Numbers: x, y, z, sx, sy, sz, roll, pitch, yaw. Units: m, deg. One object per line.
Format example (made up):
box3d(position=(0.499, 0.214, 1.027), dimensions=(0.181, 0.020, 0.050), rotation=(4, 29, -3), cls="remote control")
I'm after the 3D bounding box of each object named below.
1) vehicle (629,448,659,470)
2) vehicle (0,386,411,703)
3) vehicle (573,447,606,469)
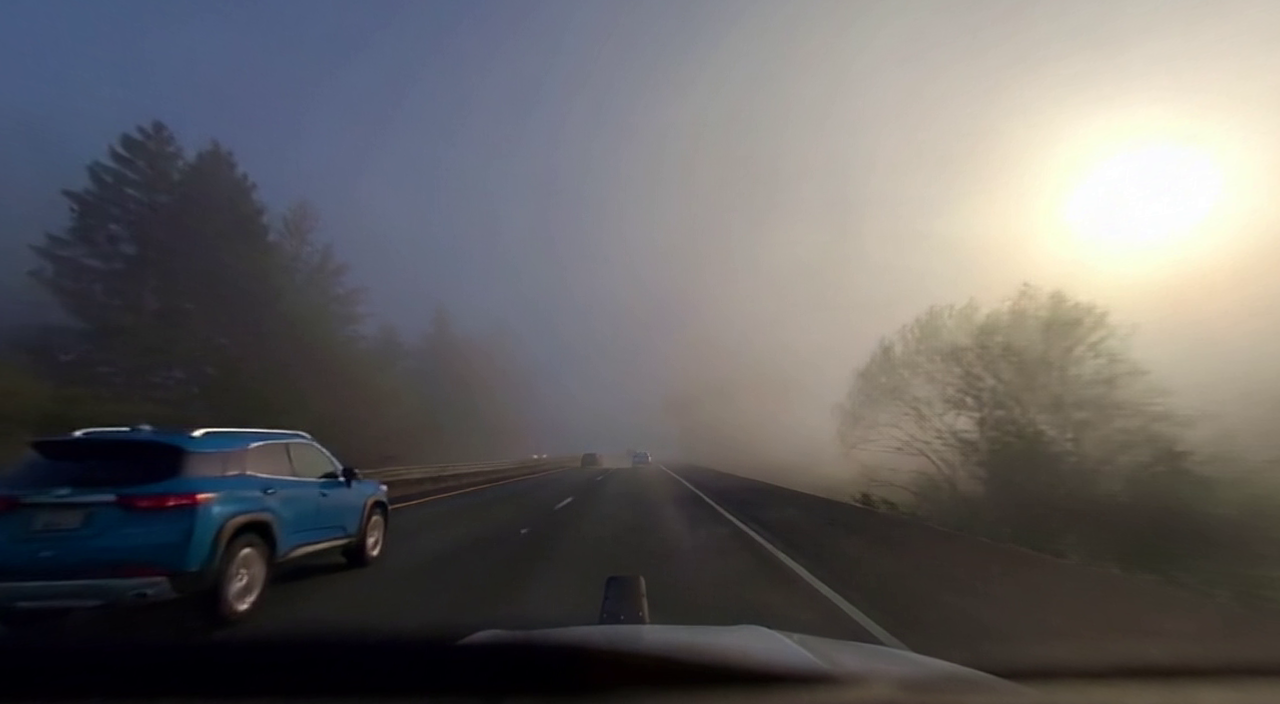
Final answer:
box3d(position=(0.269, 7.658, 45.234), dimensions=(2.046, 1.452, 4.407), rotation=(0, -9, 0), cls="vehicle")
box3d(position=(-3.829, 1.326, 5.440), dimensions=(2.100, 1.667, 4.223), rotation=(0, -9, 0), cls="vehicle")
box3d(position=(-3.911, 8.296, 49.752), dimensions=(2.182, 1.629, 4.263), rotation=(0, -9, 1), cls="vehicle")
